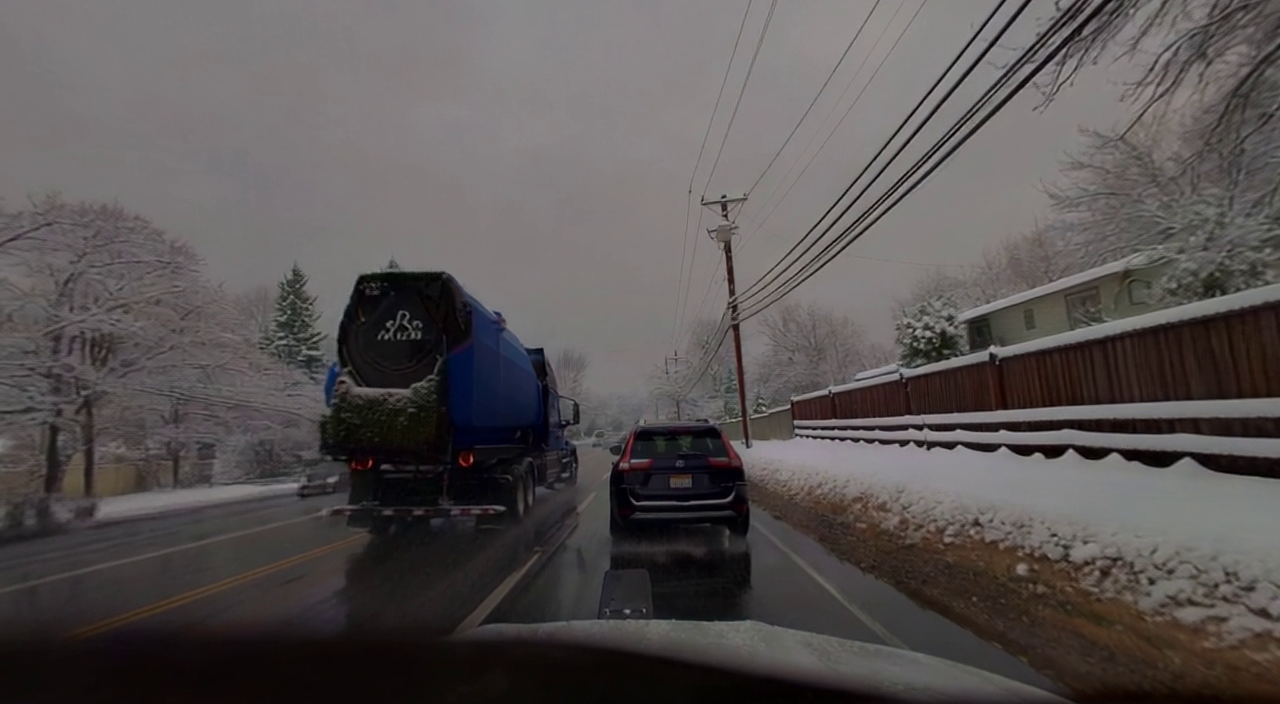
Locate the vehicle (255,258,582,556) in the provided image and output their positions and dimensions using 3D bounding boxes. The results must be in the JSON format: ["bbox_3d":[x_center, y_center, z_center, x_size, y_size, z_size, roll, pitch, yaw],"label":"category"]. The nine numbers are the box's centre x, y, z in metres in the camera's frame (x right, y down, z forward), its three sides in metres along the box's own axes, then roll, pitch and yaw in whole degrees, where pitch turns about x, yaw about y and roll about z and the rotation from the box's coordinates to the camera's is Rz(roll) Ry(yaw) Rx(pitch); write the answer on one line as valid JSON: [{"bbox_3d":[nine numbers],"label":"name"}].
[{"bbox_3d":[-3.065,1.285,12.193,2.928,3.658,8.980,0,-9,1],"label":"vehicle"}]

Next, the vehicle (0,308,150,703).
[{"bbox_3d":[-3.129,0.525,0.293,2.093,1.832,4.508,0,-9,1],"label":"vehicle"}]

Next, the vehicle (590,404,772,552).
[{"bbox_3d":[0.474,1.817,9.672,2.174,1.749,4.113,0,-9,0],"label":"vehicle"}]
